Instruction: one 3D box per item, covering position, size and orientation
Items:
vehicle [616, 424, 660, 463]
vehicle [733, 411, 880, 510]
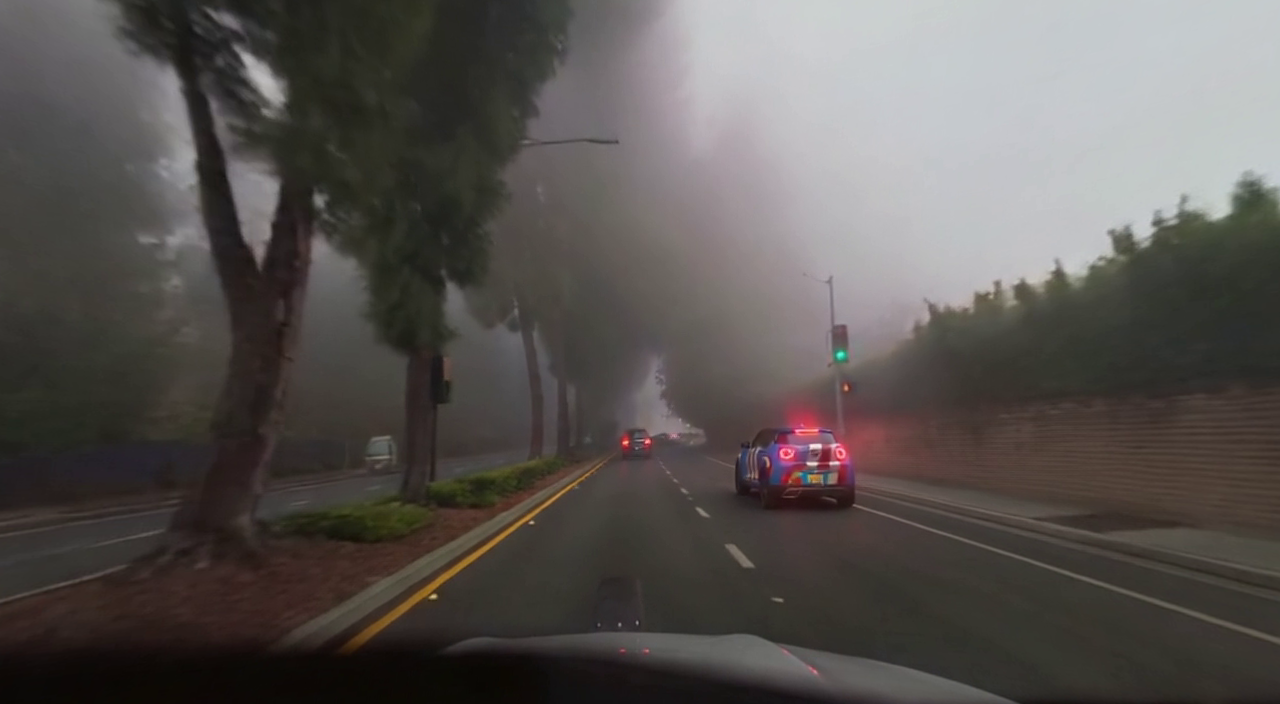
[{"bbox_3d":[-0.113,4.402,30.313,1.984,1.777,3.148,0,-8,-1],"label":"vehicle"},{"bbox_3d":[3.211,2.197,13.108,1.840,1.709,4.202,0,-8,-1],"label":"vehicle"}]
